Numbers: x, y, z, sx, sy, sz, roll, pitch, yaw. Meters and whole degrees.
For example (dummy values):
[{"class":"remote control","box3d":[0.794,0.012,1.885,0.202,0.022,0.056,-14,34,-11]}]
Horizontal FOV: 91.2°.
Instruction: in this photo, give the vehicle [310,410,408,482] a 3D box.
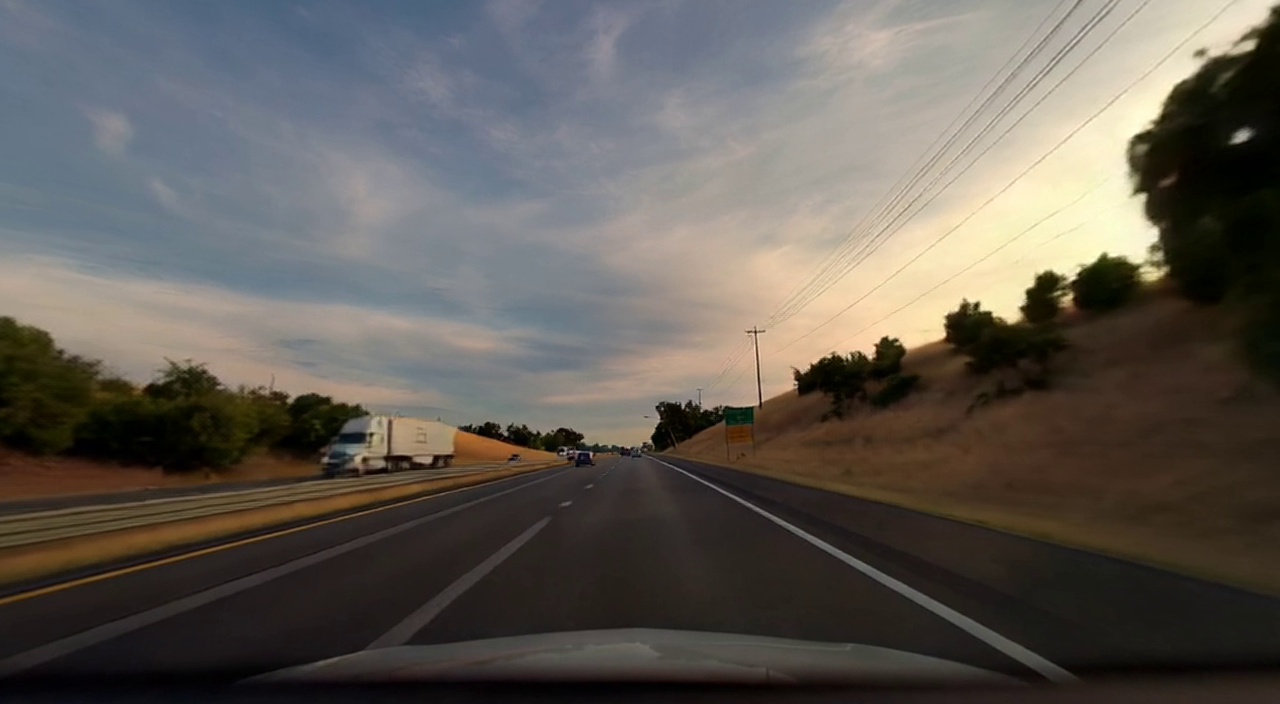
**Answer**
[{"class":"vehicle","box3d":[-17.030,5.785,38.517,3.145,4.012,5.883,0,-9,-1]}]

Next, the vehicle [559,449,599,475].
[{"class":"vehicle","box3d":[-3.790,6.896,39.589,2.123,1.545,4.404,0,-9,0]}]
